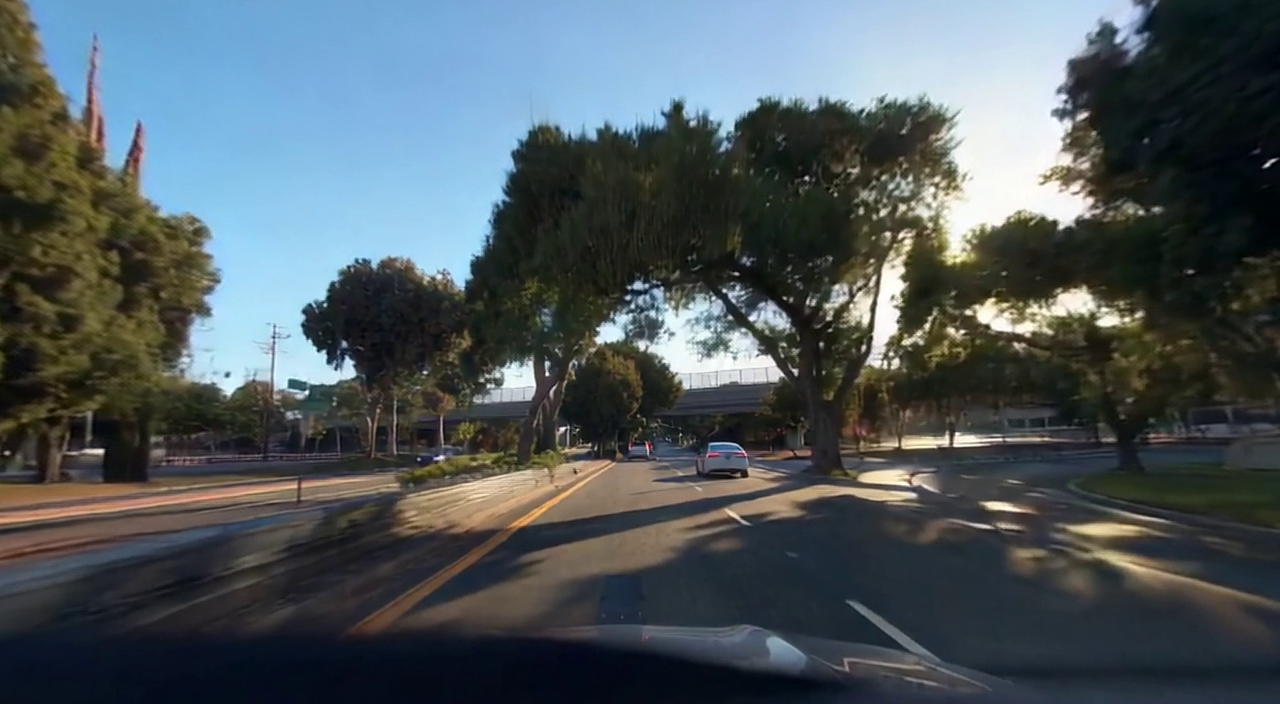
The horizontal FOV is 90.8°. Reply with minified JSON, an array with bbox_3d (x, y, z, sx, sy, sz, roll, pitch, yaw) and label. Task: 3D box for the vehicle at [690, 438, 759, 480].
[{"bbox_3d":[3.273,4.245,25.395,2.062,1.484,4.332,0,-8,-1],"label":"vehicle"}]
